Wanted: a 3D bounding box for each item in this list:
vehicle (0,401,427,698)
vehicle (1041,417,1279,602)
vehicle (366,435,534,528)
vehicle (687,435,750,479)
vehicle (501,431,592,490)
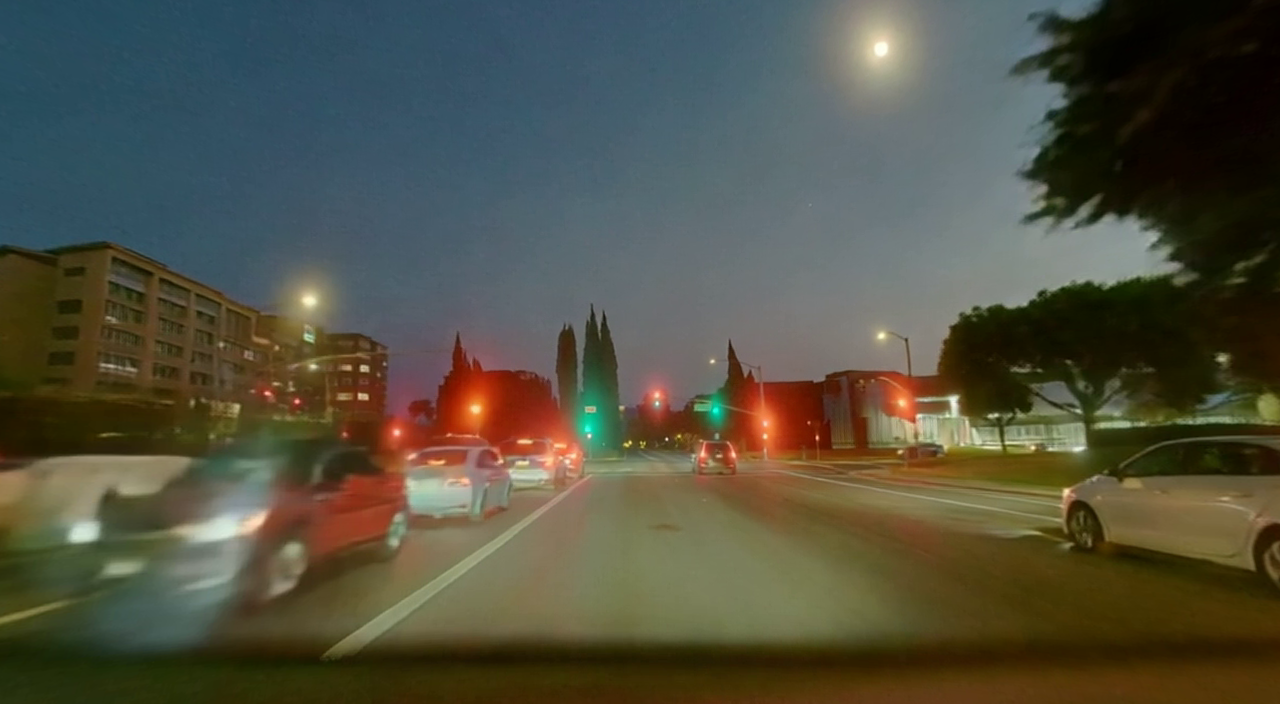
[{"bbox_3d":[-3.600,1.392,5.622,1.948,1.595,4.256,0,-9,-1],"label":"vehicle"},{"bbox_3d":[6.642,1.541,6.603,2.000,1.618,4.238,0,-9,-1],"label":"vehicle"},{"bbox_3d":[-3.507,2.470,12.706,1.923,1.494,4.672,0,-9,0],"label":"vehicle"},{"bbox_3d":[3.384,4.633,28.197,2.095,1.759,4.862,0,-9,-1],"label":"vehicle"},{"bbox_3d":[-3.078,3.771,22.296,2.313,1.752,6.152,0,-9,-1],"label":"vehicle"}]
